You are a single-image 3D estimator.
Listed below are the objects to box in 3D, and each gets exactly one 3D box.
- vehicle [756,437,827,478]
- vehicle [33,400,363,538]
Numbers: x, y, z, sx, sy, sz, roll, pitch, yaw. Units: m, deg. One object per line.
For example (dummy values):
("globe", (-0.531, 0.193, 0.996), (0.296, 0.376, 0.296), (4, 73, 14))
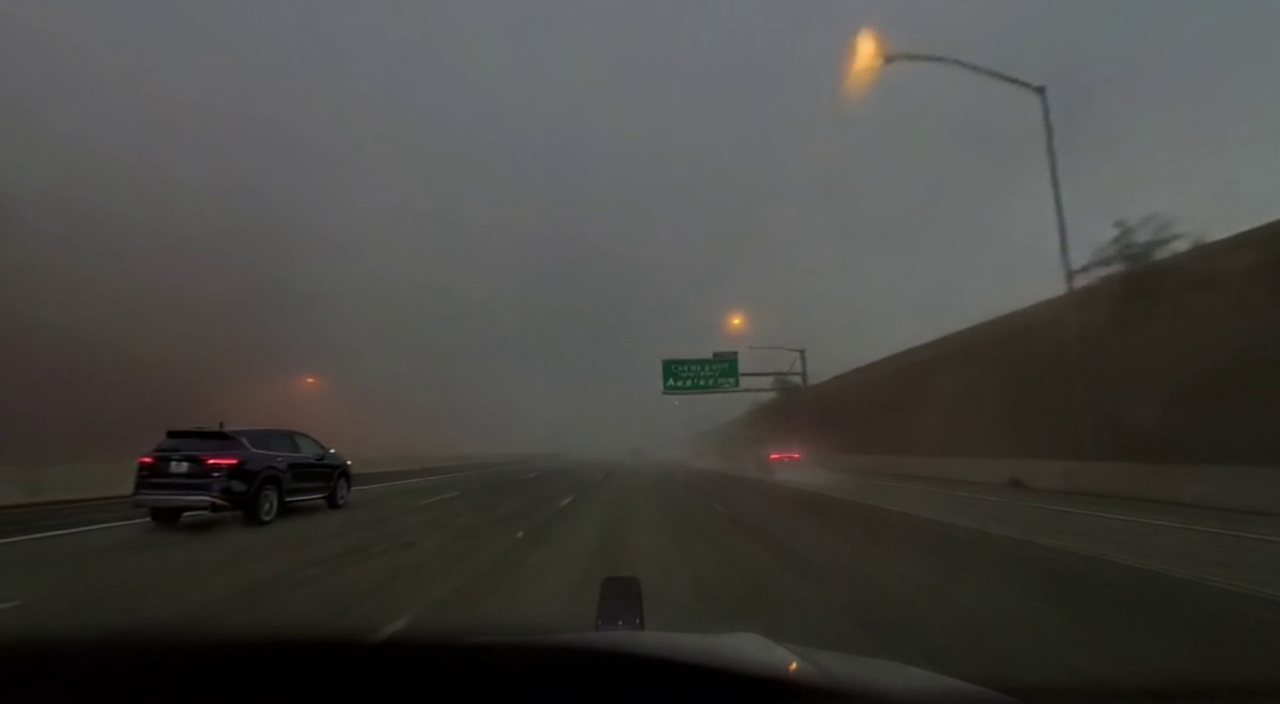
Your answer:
("vehicle", (7.017, 4.953, 29.681), (2.167, 1.781, 4.340), (0, -9, -1))
("vehicle", (-7.654, 2.118, 11.906), (2.431, 2.005, 5.166), (0, -9, 0))
